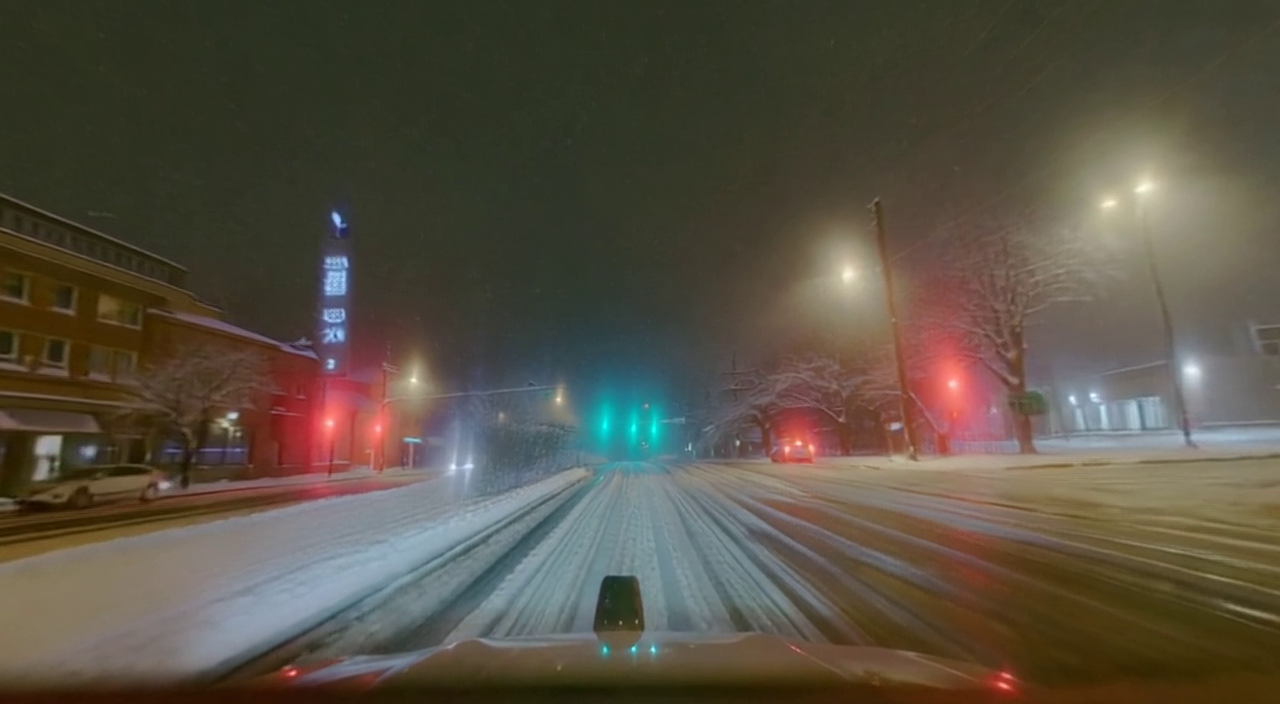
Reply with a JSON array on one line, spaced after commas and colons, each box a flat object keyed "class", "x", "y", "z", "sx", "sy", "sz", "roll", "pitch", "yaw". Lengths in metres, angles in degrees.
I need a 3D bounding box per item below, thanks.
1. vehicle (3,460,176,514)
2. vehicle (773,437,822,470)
[{"class": "vehicle", "x": -19.419, "y": 4.753, "z": 22.656, "sx": 2.010, "sy": 1.504, "sz": 4.820, "roll": -6, "pitch": -10, "yaw": -2}, {"class": "vehicle", "x": 9.969, "y": 6.496, "z": 40.375, "sx": 2.101, "sy": 1.957, "sz": 4.718, "roll": -1, "pitch": -9, "yaw": 3}]
